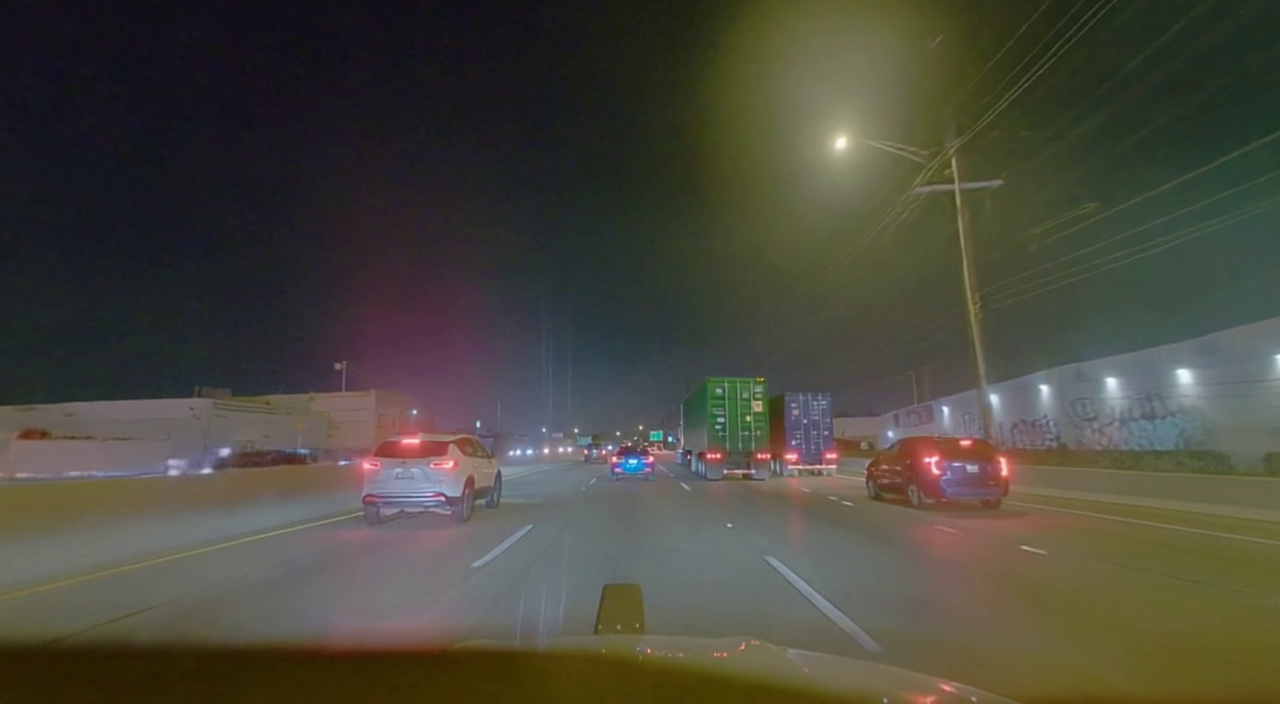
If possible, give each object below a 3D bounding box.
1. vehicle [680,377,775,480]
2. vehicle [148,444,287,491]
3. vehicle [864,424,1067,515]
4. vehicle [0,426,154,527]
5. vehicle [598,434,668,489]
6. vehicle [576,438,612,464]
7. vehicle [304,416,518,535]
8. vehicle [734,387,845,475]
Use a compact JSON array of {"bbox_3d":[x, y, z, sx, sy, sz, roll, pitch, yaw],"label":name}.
[{"bbox_3d":[3.854,3.980,31.453,2.800,4.039,13.179,0,-9,0],"label":"vehicle"},{"bbox_3d":[-14.766,4.035,22.482,1.872,1.482,4.584,0,-9,-1],"label":"vehicle"},{"bbox_3d":[7.103,2.623,14.547,2.202,1.731,4.628,0,-9,0],"label":"vehicle"},{"bbox_3d":[-11.037,2.100,10.882,2.133,1.548,4.026,0,-9,-1],"label":"vehicle"},{"bbox_3d":[-0.219,3.751,21.880,2.191,1.685,4.015,0,-9,0],"label":"vehicle"},{"bbox_3d":[-3.343,7.372,46.975,2.243,1.820,4.473,0,-9,1],"label":"vehicle"},{"bbox_3d":[-3.957,2.242,12.020,2.264,1.804,4.584,0,-9,1],"label":"vehicle"},{"bbox_3d":[7.780,4.576,35.317,2.868,4.017,12.827,0,-9,-1],"label":"vehicle"}]
